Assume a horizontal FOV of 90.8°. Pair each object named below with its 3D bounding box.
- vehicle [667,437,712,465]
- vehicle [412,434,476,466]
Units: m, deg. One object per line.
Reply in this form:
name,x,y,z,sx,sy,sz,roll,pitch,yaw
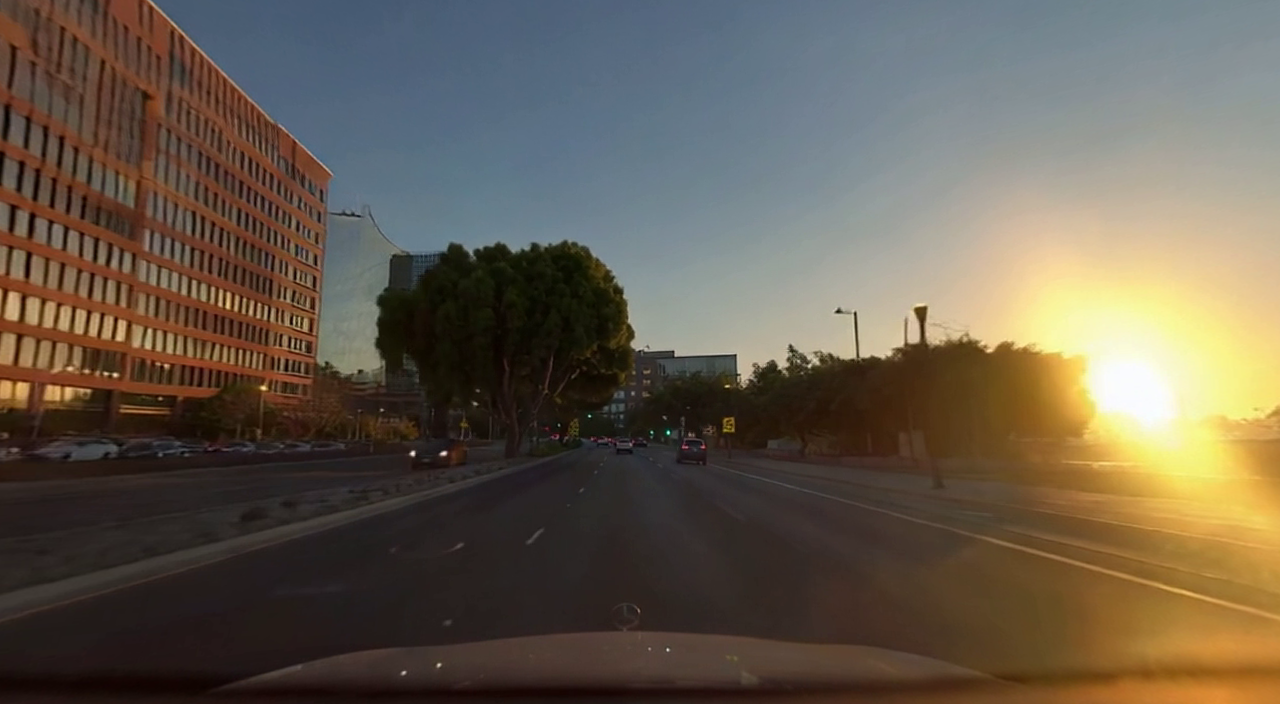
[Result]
vehicle,2.829,5.823,37.205,2.090,1.506,4.382,0,-8,-2
vehicle,-9.846,4.960,32.104,1.874,1.520,4.215,-1,-8,1
